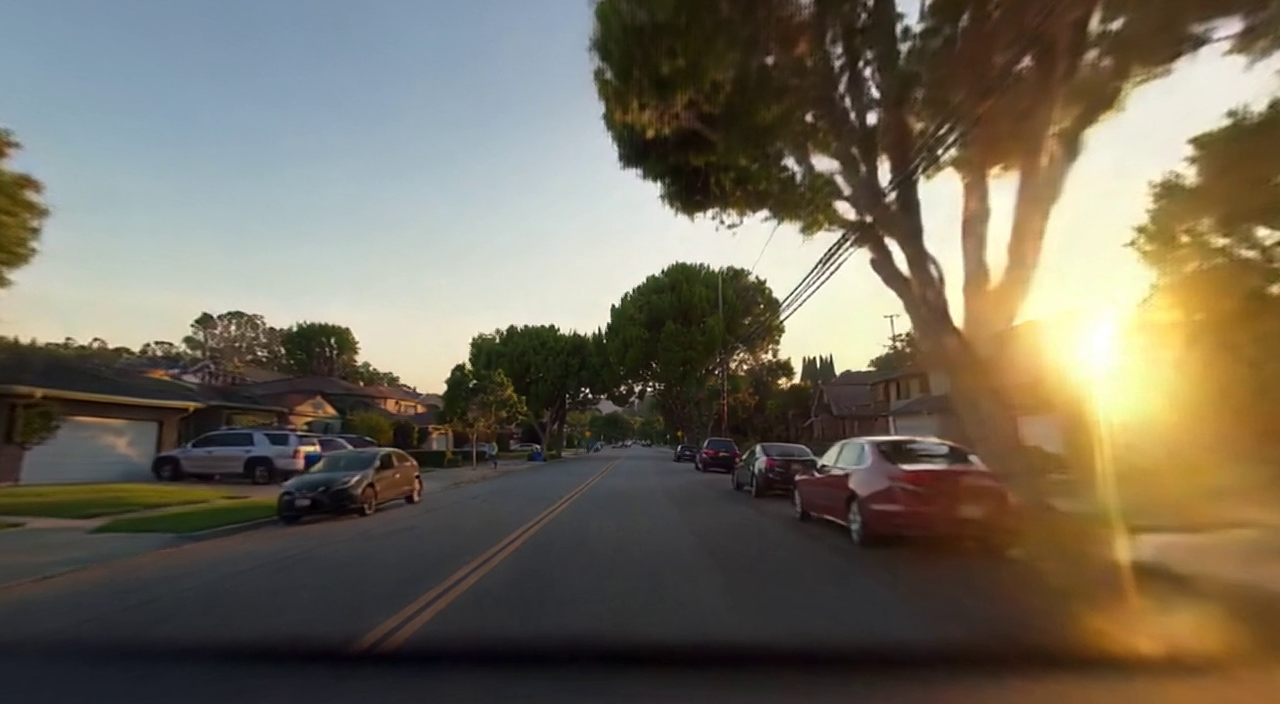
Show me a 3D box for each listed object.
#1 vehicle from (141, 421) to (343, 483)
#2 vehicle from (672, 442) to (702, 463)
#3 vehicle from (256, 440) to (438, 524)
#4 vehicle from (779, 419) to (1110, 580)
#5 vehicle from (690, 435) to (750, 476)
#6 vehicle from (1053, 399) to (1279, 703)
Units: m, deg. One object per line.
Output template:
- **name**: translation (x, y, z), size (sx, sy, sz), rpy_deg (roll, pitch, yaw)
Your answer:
- **vehicle**: translation (-14.224, 3.614, 22.829), size (5.681, 2.094, 2.344), rpy_deg (0, -8, 0)
- **vehicle**: translation (3.667, 7.916, 49.635), size (1.897, 1.521, 4.835), rpy_deg (0, -8, -1)
- **vehicle**: translation (-6.355, 2.815, 14.386), size (1.985, 1.497, 4.655), rpy_deg (-2, -8, -1)
- **vehicle**: translation (3.734, 1.904, 9.201), size (2.157, 1.639, 5.297), rpy_deg (0, -8, -1)
- **vehicle**: translation (3.715, 4.914, 30.132), size (2.039, 1.780, 4.884), rpy_deg (0, -8, -2)
- **vehicle**: translation (3.829, 0.884, 2.030), size (1.917, 1.569, 4.460), rpy_deg (0, -8, 0)
